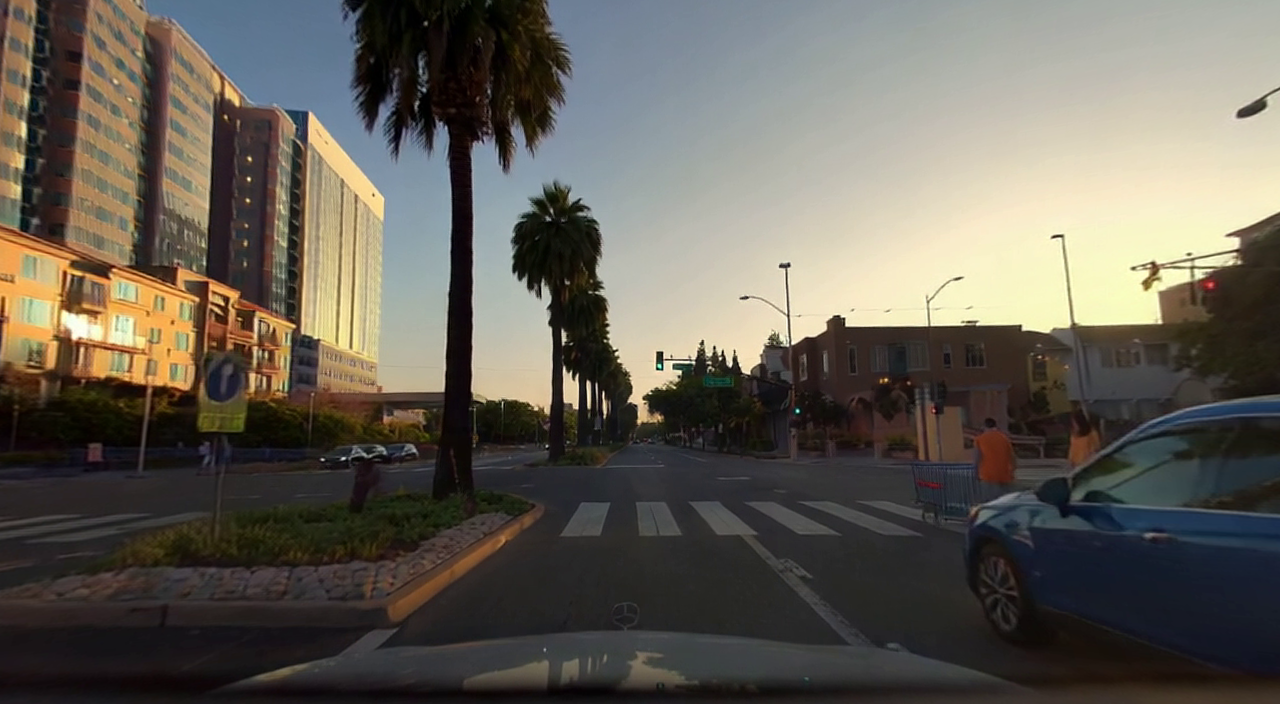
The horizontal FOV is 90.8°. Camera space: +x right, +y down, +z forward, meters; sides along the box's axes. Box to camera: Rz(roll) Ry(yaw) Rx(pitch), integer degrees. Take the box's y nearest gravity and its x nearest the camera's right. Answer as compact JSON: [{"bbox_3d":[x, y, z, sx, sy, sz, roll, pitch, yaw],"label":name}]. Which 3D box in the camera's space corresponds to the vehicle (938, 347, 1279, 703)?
[{"bbox_3d":[3.343,0.861,2.676,2.060,1.631,4.169,0,-8,-1],"label":"vehicle"}]
